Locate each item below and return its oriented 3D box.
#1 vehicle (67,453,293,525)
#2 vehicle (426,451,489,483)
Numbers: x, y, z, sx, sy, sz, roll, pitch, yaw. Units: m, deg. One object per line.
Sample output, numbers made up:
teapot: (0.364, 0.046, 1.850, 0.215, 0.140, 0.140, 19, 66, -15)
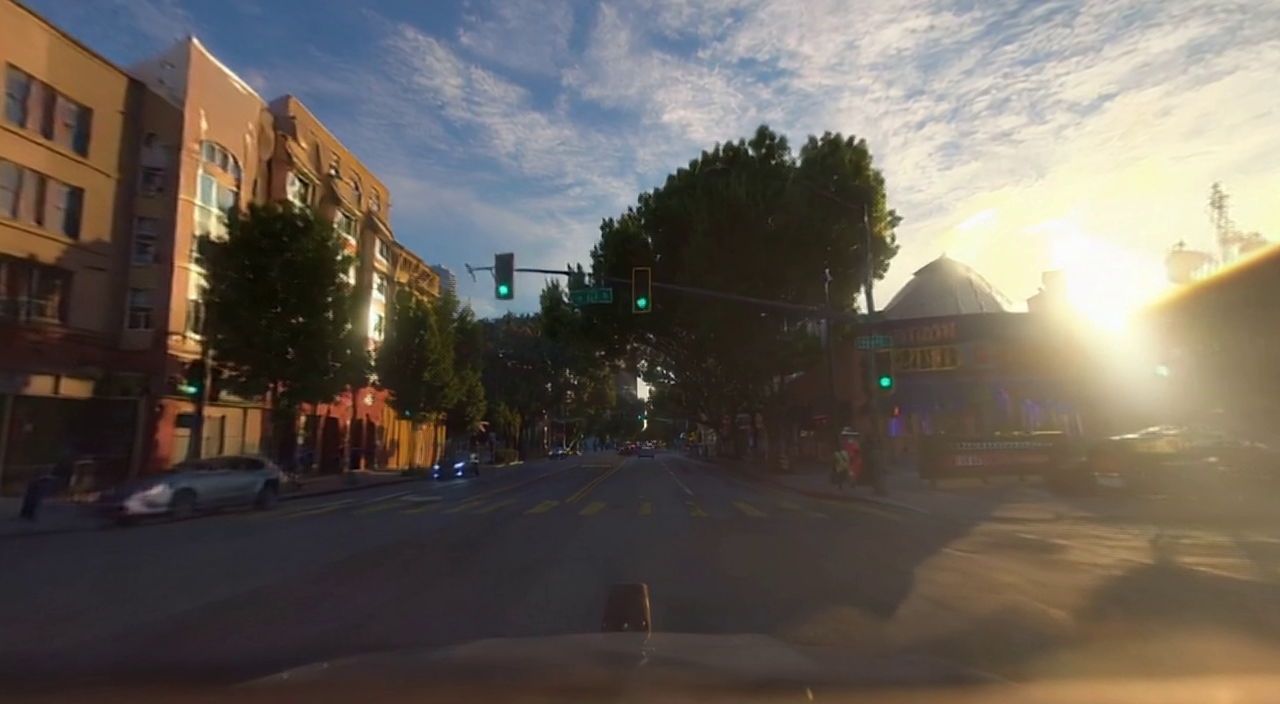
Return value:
vehicle: (-11.760, 3.459, 16.539, 1.919, 1.518, 4.360, -3, -9, 20)
vehicle: (-9.172, 5.770, 31.999, 1.913, 1.457, 4.048, 0, -8, 1)
